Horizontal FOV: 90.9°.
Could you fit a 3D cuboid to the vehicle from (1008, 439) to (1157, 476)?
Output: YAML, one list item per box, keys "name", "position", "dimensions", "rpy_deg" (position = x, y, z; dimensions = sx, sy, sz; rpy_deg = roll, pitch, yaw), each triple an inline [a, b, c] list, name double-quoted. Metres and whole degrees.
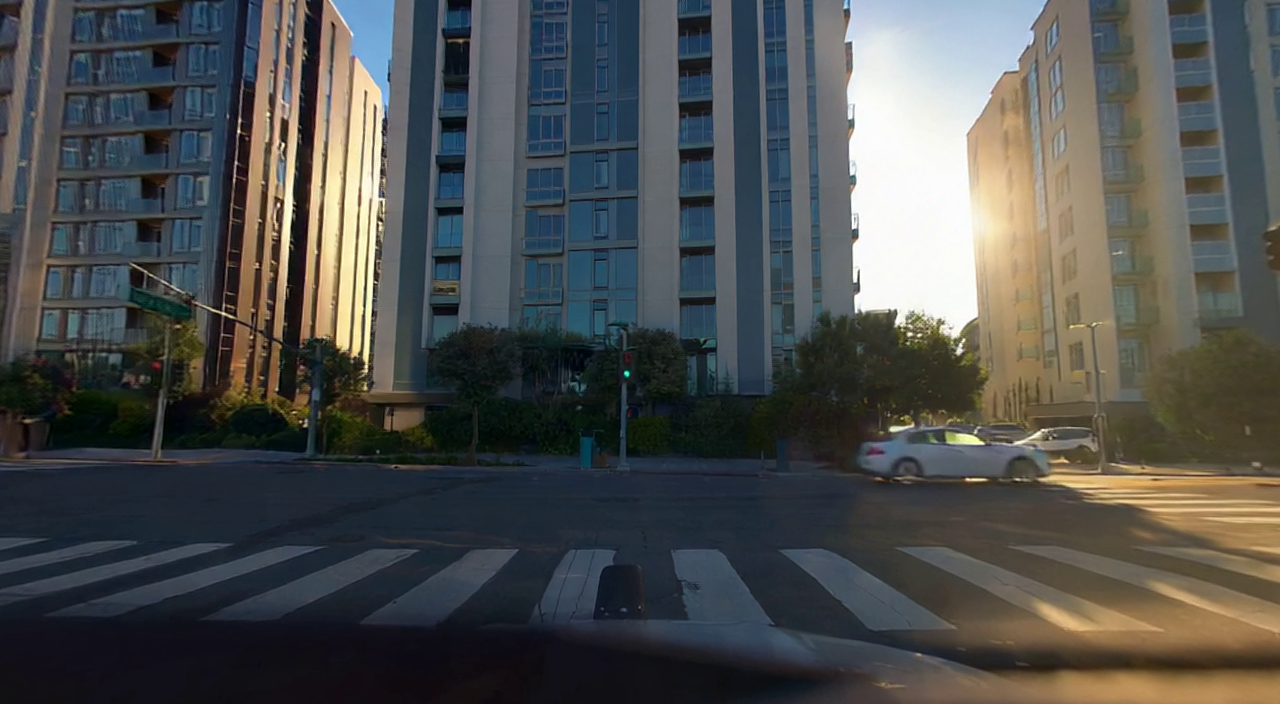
- name: "vehicle"
  position: [18.606, 4.456, 26.687]
  dimensions: [4.823, 1.458, 1.914]
  rpy_deg: [0, -9, -1]

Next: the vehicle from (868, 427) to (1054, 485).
- name: "vehicle"
  position: [10.464, 3.428, 20.867]
  dimensions: [4.980, 1.792, 2.042]
  rpy_deg: [0, -9, 1]
